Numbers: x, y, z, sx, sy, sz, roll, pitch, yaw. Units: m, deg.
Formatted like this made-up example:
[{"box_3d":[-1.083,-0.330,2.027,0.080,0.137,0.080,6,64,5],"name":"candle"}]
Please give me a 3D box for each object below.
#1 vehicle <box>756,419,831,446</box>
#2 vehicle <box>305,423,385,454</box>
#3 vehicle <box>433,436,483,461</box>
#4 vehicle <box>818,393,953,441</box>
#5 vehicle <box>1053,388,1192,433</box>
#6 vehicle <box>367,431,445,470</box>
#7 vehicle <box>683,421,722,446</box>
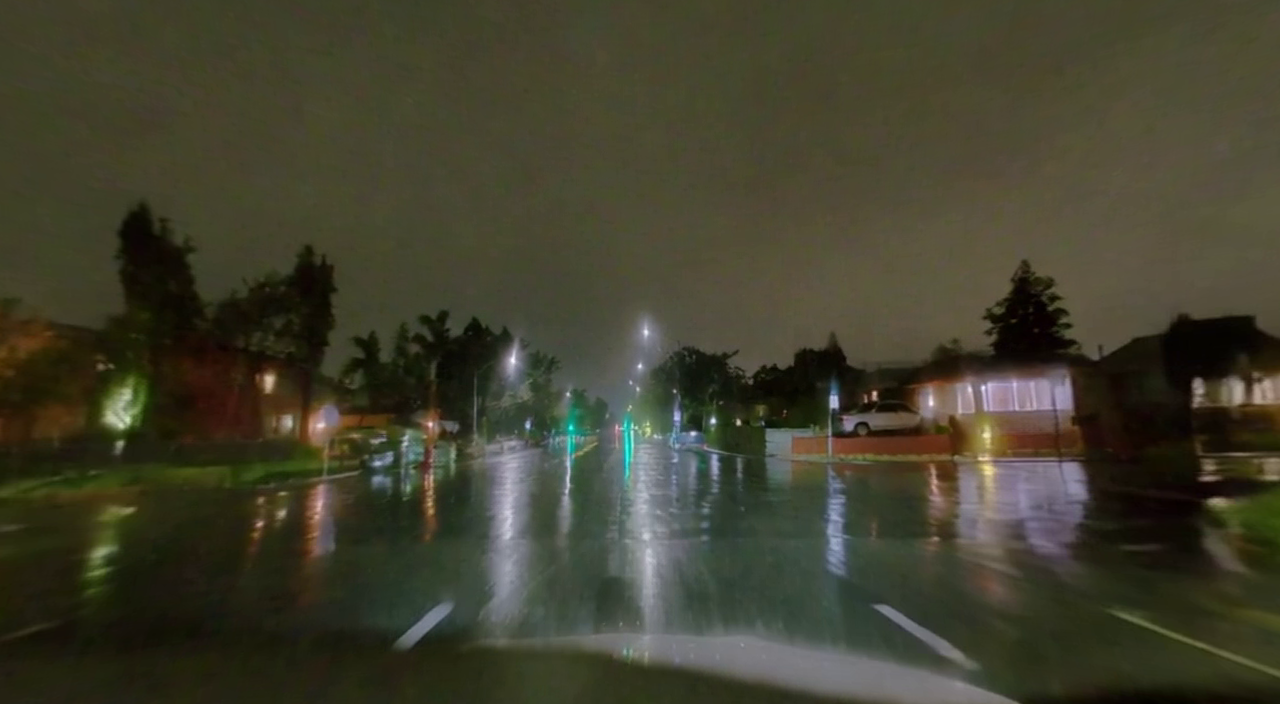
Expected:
[{"box_3d":[10.365,5.485,42.830,4.512,1.477,1.927,-3,-9,-3],"name":"vehicle"},{"box_3d":[-21.134,6.239,45.355,4.828,2.134,2.187,-3,-9,16],"name":"vehicle"},{"box_3d":[-11.197,5.991,39.259,1.948,1.410,4.361,0,-8,-2],"name":"vehicle"},{"box_3d":[13.167,3.608,34.196,6.244,2.050,2.209,-10,-13,38],"name":"vehicle"},{"box_3d":[22.781,2.785,29.968,4.831,2.013,2.082,0,-8,-2],"name":"vehicle"},{"box_3d":[-11.302,4.786,30.864,2.037,1.755,4.434,0,-8,1],"name":"vehicle"},{"box_3d":[4.708,6.239,48.115,2.184,1.770,4.651,0,-8,-4],"name":"vehicle"}]
